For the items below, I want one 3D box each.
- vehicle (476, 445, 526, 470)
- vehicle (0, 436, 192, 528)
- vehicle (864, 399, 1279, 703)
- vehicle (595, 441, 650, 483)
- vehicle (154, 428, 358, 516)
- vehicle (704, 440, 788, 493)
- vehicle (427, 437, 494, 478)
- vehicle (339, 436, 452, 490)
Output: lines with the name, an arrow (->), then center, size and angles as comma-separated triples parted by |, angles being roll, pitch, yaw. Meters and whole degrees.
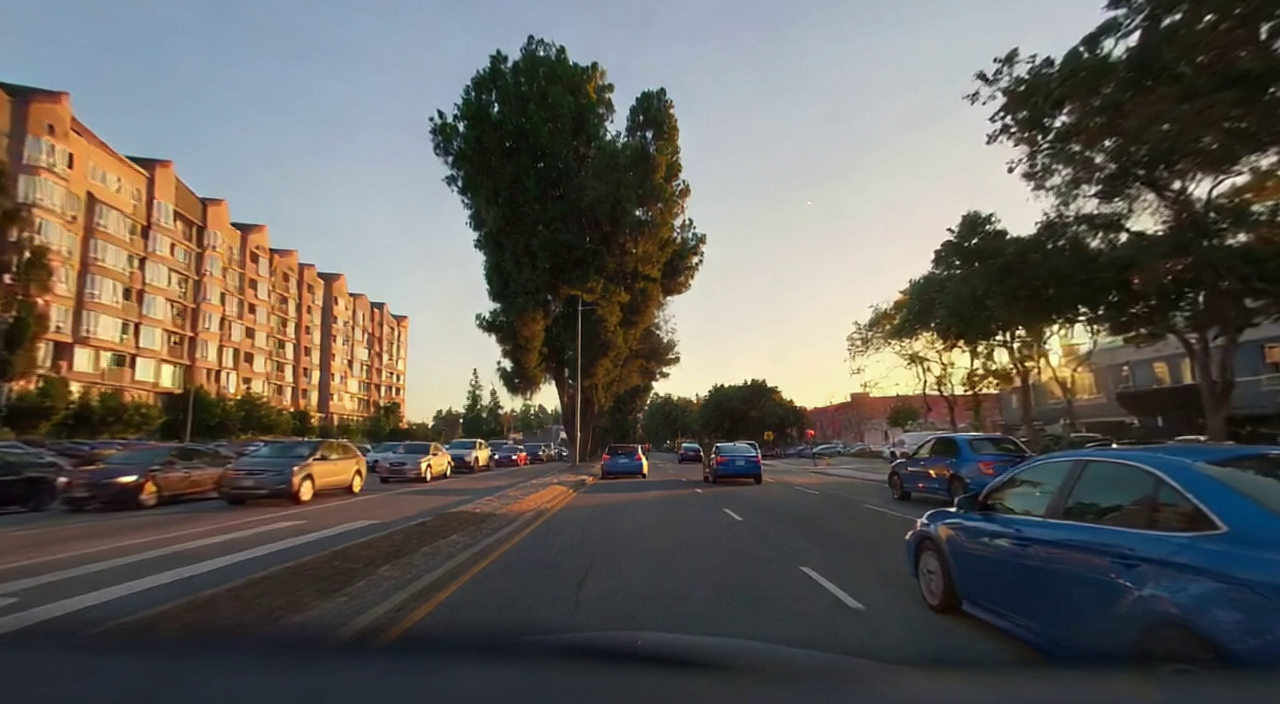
vehicle -> -8.819, 6.740, 40.486 | 2.148, 1.473, 4.709 | 0, -9, -1
vehicle -> -12.496, 2.738, 13.939 | 1.980, 1.693, 4.343 | 0, -8, 0
vehicle -> 3.421, 1.210, 4.339 | 2.021, 1.471, 4.666 | 0, -8, 0
vehicle -> -0.638, 4.233, 24.611 | 1.994, 1.479, 3.647 | 0, -8, 0
vehicle -> -8.820, 2.780, 15.131 | 2.105, 1.745, 4.478 | -1, -8, -1
vehicle -> 3.207, 3.539, 19.912 | 1.852, 1.498, 3.825 | 0, -9, -2
vehicle -> -8.916, 5.236, 31.781 | 2.043, 1.860, 4.656 | -1, -8, 0
vehicle -> -8.846, 4.050, 23.434 | 2.145, 1.747, 5.014 | -1, -8, 0
